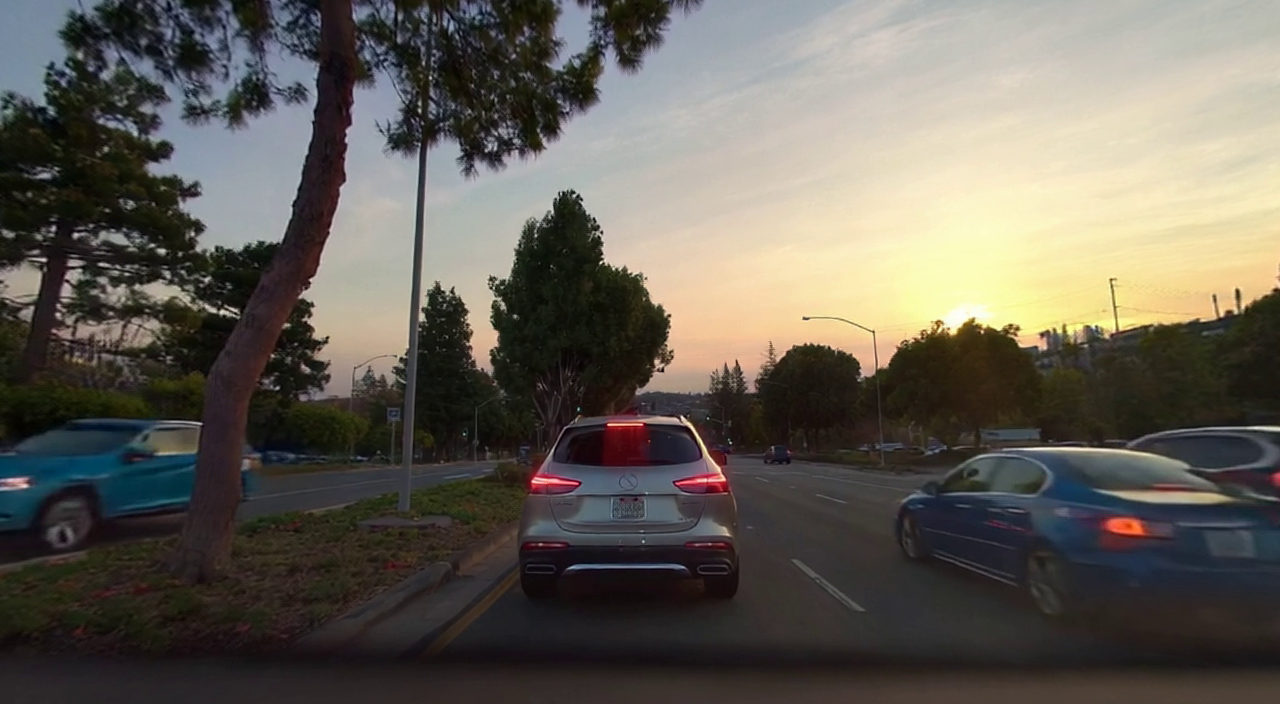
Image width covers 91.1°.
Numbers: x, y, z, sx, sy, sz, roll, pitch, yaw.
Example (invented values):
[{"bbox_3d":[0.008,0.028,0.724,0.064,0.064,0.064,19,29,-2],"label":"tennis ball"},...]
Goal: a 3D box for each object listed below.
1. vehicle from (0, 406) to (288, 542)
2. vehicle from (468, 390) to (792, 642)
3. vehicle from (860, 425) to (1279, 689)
[{"bbox_3d":[-9.742,2.189,11.979,2.575,1.940,5.755,0,-9,2],"label":"vehicle"},{"bbox_3d":[-0.083,1.408,6.340,2.172,1.694,4.055,0,-8,0],"label":"vehicle"},{"bbox_3d":[3.845,1.485,5.774,2.058,1.468,4.339,0,-9,0],"label":"vehicle"}]
